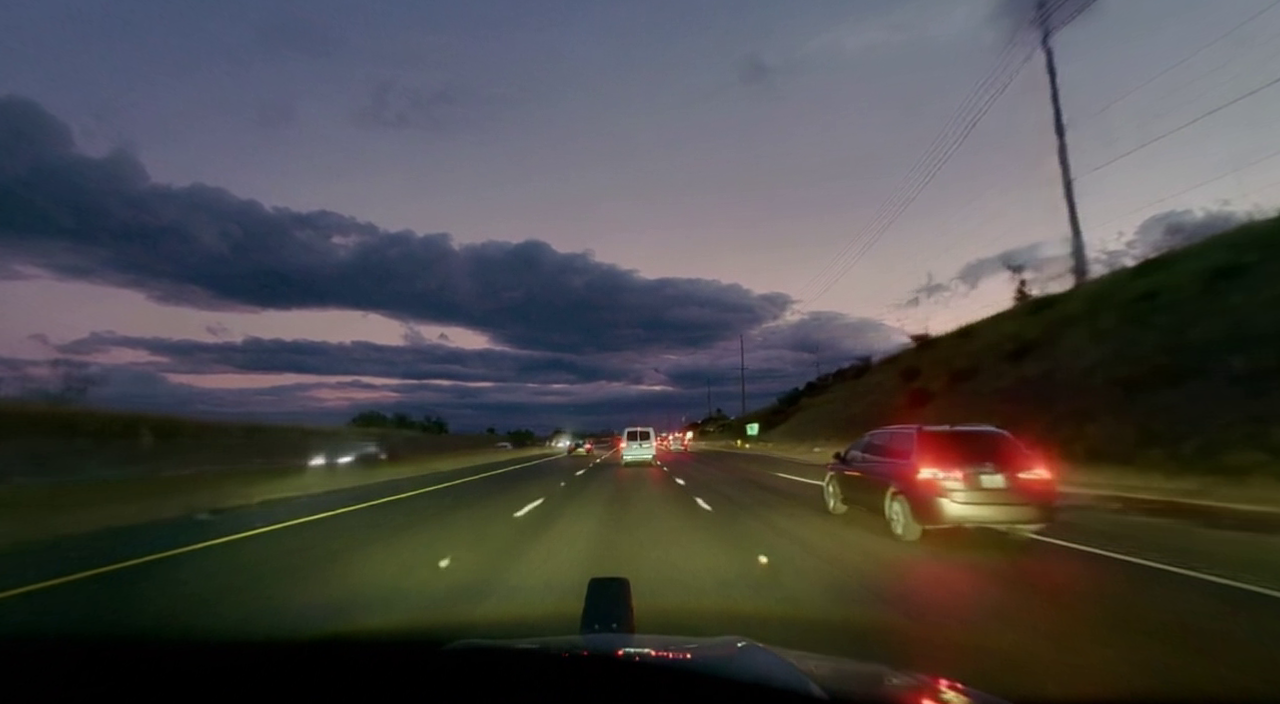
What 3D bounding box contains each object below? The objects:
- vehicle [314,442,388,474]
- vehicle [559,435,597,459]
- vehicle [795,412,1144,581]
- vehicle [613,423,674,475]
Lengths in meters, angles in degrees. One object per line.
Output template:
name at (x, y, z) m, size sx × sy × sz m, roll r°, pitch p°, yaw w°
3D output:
vehicle at (-16.404, 5.990, 36.030) m, size 2.024 × 1.638 × 4.554 m, roll 0°, pitch -8°, yaw 0°
vehicle at (-4.100, 6.301, 42.219) m, size 2.093 × 1.517 × 4.648 m, roll 0°, pitch -8°, yaw 0°
vehicle at (3.663, 1.657, 8.277) m, size 1.923 × 1.562 × 4.691 m, roll 0°, pitch -8°, yaw -2°
vehicle at (0.089, 3.730, 24.498) m, size 2.159 × 1.811 × 4.238 m, roll 0°, pitch -8°, yaw -1°
